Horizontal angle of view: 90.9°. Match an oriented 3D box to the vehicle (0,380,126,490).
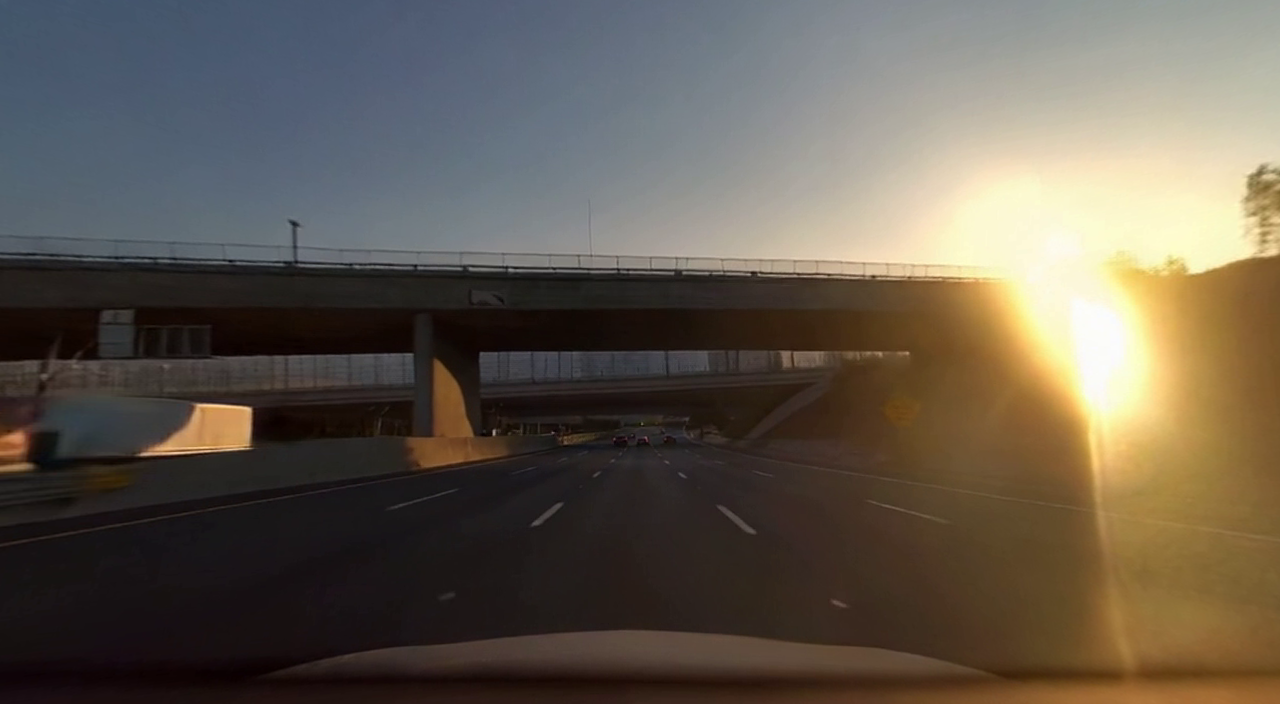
[{"bbox_3d":[-23.984,3.049,22.982,3.278,3.774,8.377,0,-8,1],"label":"vehicle"}]
